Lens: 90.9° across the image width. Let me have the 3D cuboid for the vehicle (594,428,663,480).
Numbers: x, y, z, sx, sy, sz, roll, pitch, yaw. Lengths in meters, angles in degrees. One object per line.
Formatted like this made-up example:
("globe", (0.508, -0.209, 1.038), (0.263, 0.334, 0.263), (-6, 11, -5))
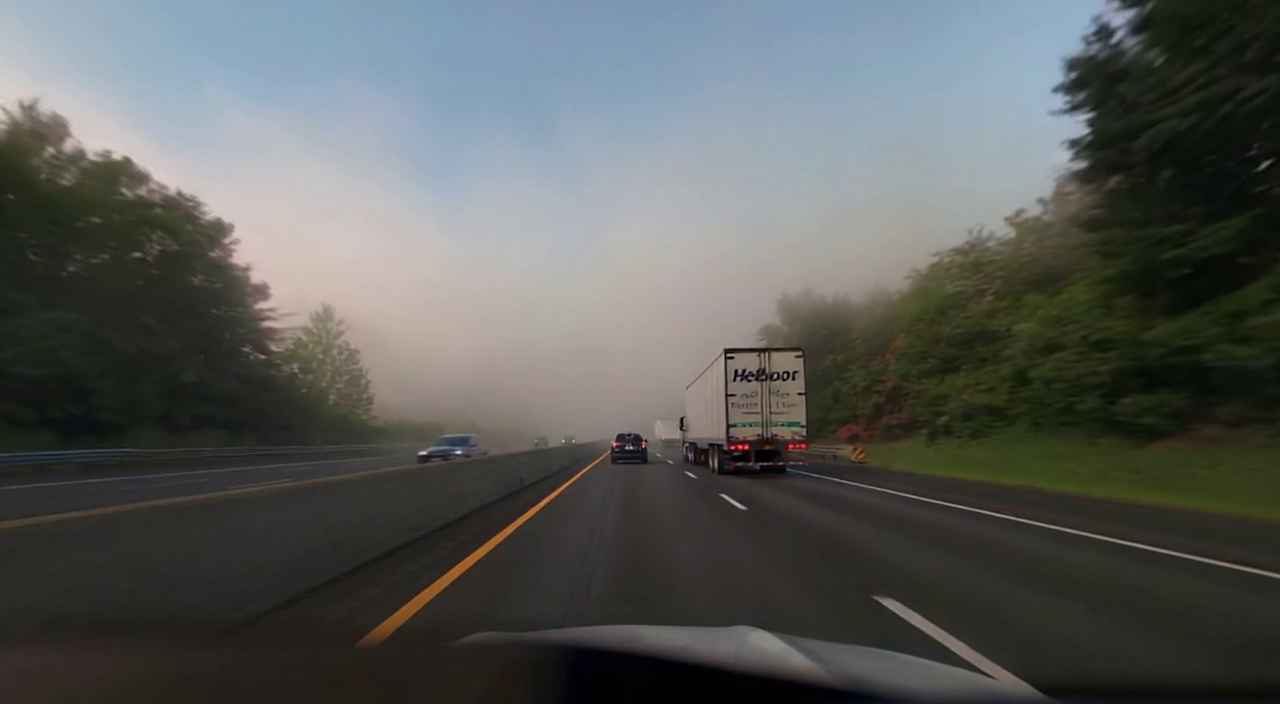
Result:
("vehicle", (-0.391, 3.383, 21.262), (2.095, 1.557, 3.963), (0, -8, -1))

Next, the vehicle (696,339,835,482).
("vehicle", (3.978, 2.304, 22.793), (2.853, 4.038, 9.831), (0, -8, -1))

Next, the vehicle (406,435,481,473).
("vehicle", (-8.549, 4.442, 27.803), (1.947, 1.480, 4.576), (0, -8, -1))
